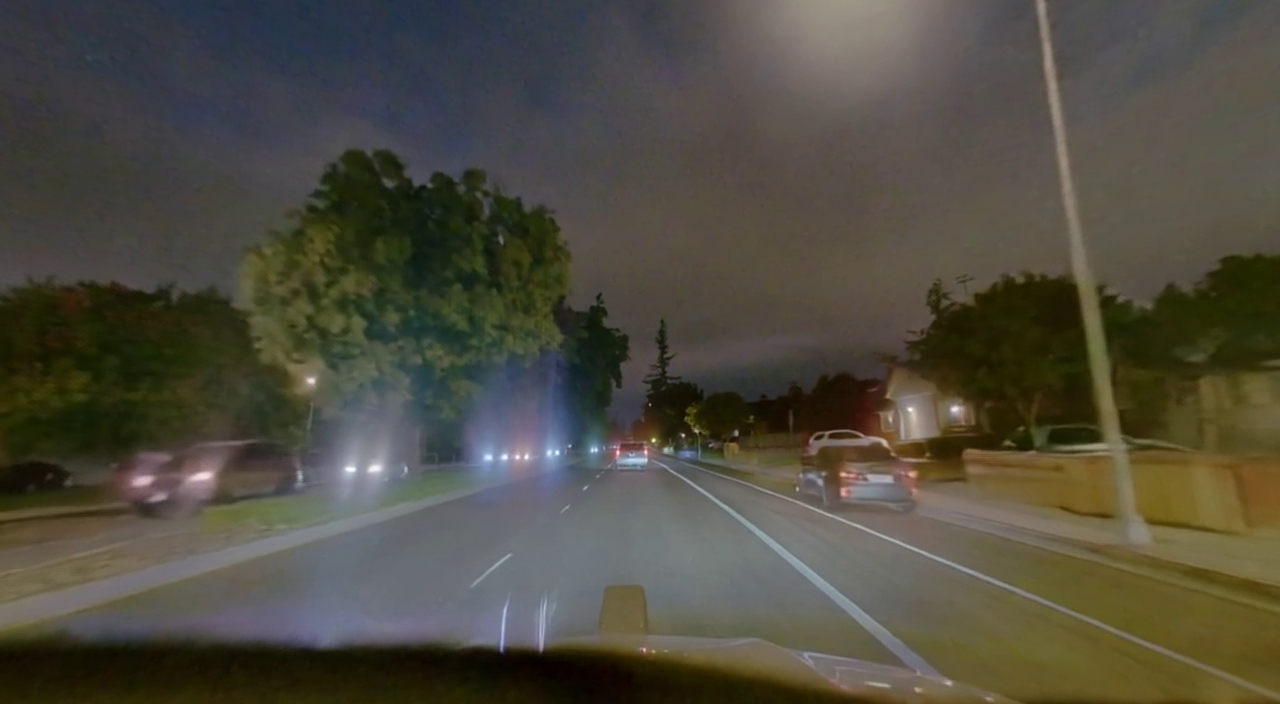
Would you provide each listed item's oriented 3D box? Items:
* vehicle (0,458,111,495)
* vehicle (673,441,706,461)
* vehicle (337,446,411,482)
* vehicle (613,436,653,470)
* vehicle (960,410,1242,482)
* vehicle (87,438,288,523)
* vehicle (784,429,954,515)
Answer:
[{"bbox_3d":[-27.200,5.608,28.571,4.644,1.541,1.873,0,-8,-1],"label":"vehicle"},{"bbox_3d":[3.782,7.663,48.951,2.045,1.517,4.394,0,-8,-2],"label":"vehicle"},{"bbox_3d":[-14.846,6.221,35.528,2.034,1.810,4.976,-1,-8,-1],"label":"vehicle"},{"bbox_3d":[-0.386,5.333,33.522,2.024,1.655,4.301,0,-8,-1],"label":"vehicle"},{"bbox_3d":[11.785,2.449,16.492,5.538,1.703,2.286,0,-9,0],"label":"vehicle"},{"bbox_3d":[-11.340,3.174,16.299,1.948,1.725,4.443,-5,-8,0],"label":"vehicle"},{"bbox_3d":[4.596,2.454,13.476,2.020,1.518,4.255,0,-8,0],"label":"vehicle"}]
